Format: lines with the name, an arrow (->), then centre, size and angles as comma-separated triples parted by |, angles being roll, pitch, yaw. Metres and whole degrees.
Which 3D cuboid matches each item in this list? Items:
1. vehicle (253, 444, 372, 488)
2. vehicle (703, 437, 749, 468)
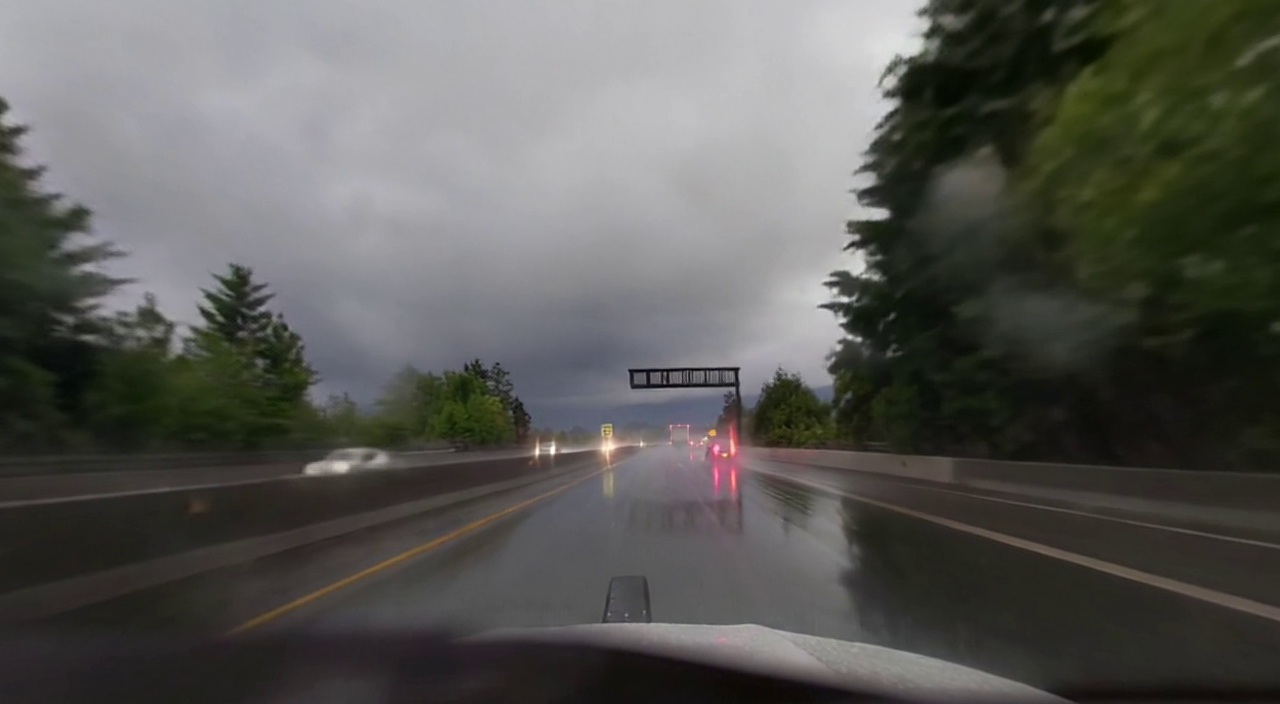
vehicle -> -11.953, 4.158, 23.352 | 2.041, 1.469, 4.247 | 0, -8, 2
vehicle -> 4.613, 5.448, 34.357 | 1.954, 1.550, 4.140 | 0, -8, 0
